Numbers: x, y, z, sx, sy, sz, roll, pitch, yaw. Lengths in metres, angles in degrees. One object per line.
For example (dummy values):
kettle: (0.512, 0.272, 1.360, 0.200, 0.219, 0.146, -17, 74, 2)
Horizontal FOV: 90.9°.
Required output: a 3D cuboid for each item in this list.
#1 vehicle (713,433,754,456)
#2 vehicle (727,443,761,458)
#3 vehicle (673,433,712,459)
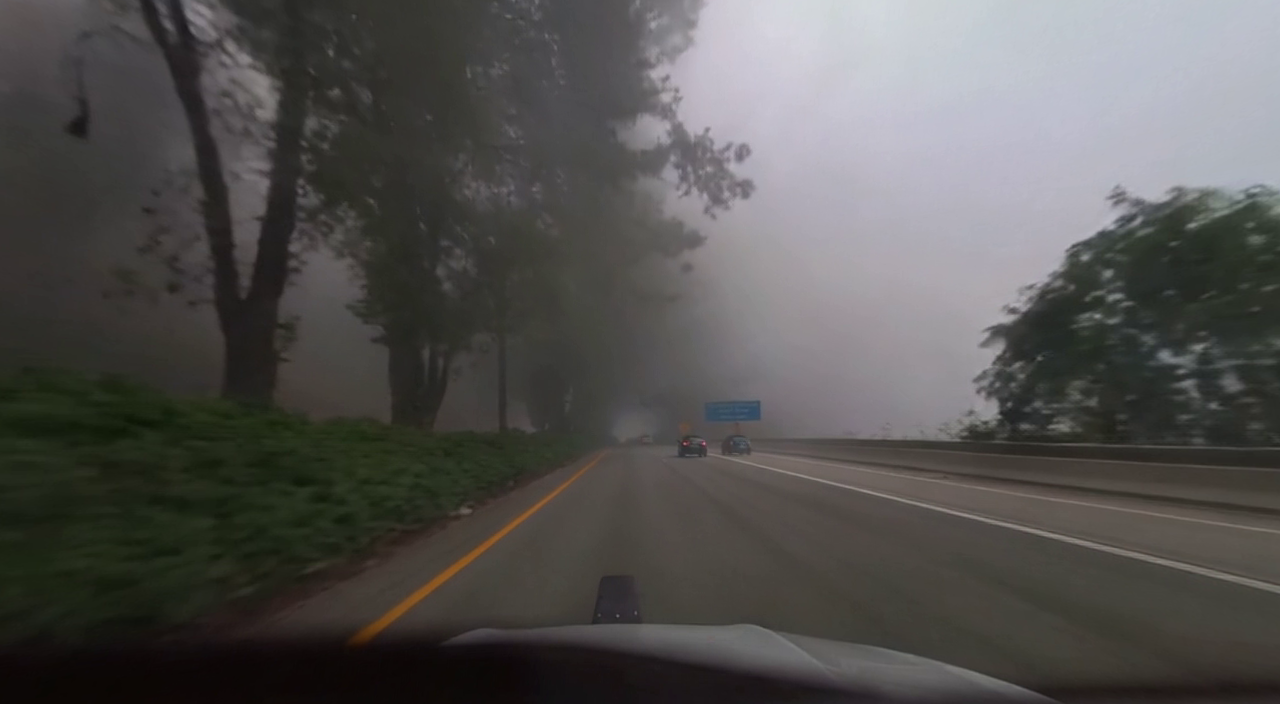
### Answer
vehicle: (6.604, 6.550, 45.024, 2.003, 1.522, 4.940, 0, -7, -2)
vehicle: (6.772, 6.434, 41.203, 1.535, 0.862, 2.814, 0, -8, -4)
vehicle: (3.131, 5.668, 38.158, 1.819, 1.468, 3.770, 0, -7, -3)
